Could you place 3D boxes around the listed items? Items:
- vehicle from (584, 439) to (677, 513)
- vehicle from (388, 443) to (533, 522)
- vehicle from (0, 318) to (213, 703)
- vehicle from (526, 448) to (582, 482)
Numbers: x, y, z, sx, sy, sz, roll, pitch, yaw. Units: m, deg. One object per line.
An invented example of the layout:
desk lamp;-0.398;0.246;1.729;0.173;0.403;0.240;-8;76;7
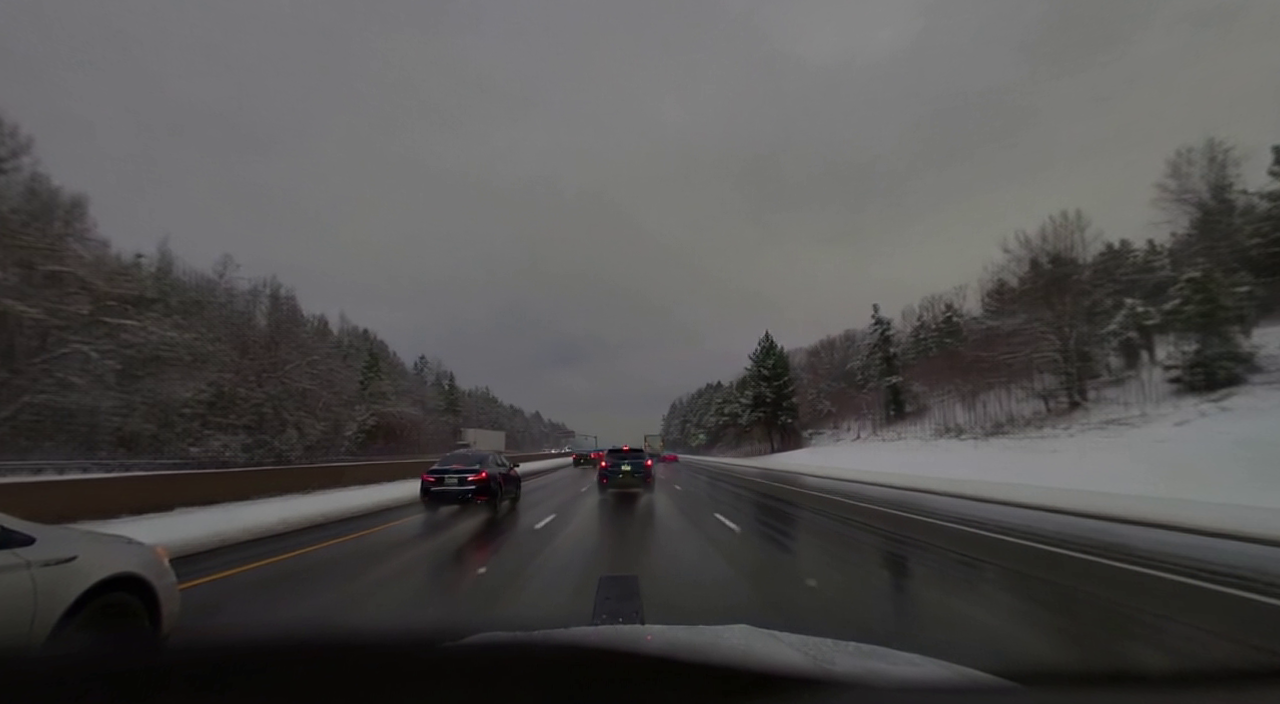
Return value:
vehicle;-0.209;2.960;15.379;1.996;1.574;3.426;0;-9;0
vehicle;-3.830;2.856;14.385;1.988;1.501;4.438;0;-9;0
vehicle;-3.958;0.614;1.566;2.243;1.889;4.949;0;-9;1
vehicle;-4.018;5.368;30.257;1.999;1.484;4.269;0;-9;1
